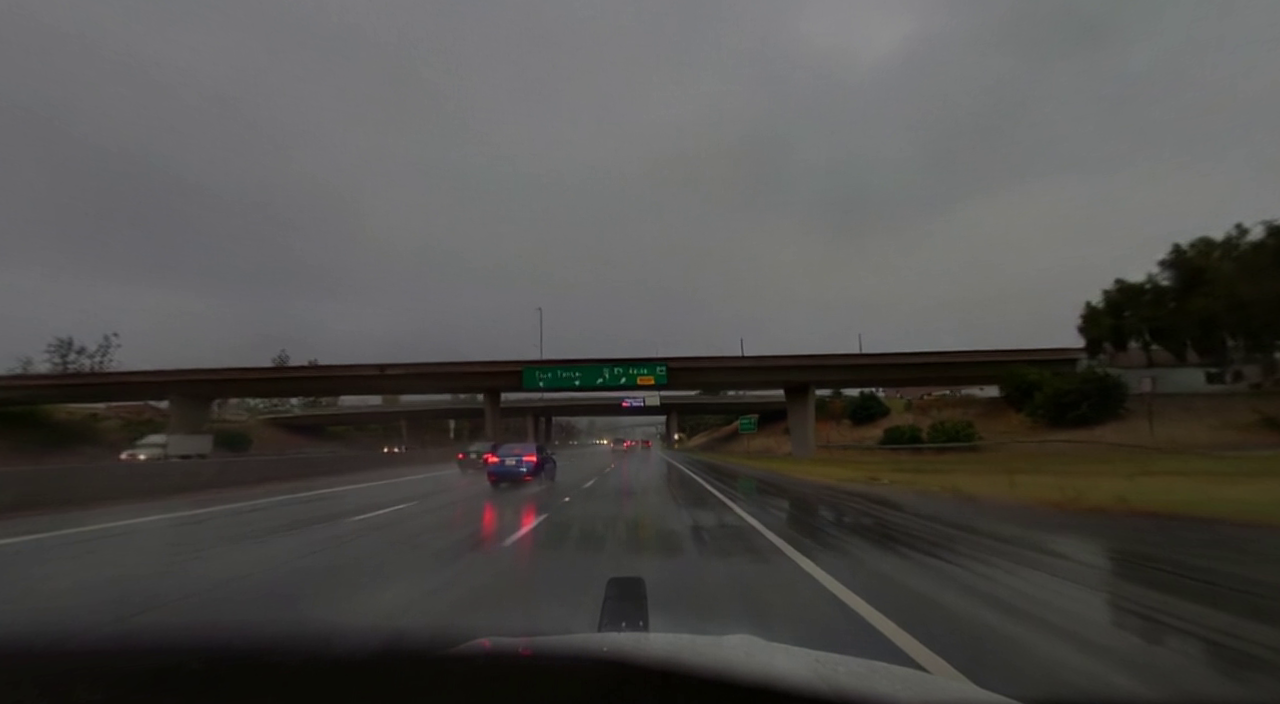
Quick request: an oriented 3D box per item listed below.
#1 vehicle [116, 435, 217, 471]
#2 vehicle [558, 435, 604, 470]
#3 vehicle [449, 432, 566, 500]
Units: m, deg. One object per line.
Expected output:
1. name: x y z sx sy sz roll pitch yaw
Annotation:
1. vehicle: -24.640 5.272 33.065 1.839 1.700 4.364 -1 -8 1
2. vehicle: -3.215 5.589 35.300 2.080 1.811 4.644 0 -9 1
3. vehicle: -3.498 3.119 17.654 2.210 1.628 4.586 0 -9 1
